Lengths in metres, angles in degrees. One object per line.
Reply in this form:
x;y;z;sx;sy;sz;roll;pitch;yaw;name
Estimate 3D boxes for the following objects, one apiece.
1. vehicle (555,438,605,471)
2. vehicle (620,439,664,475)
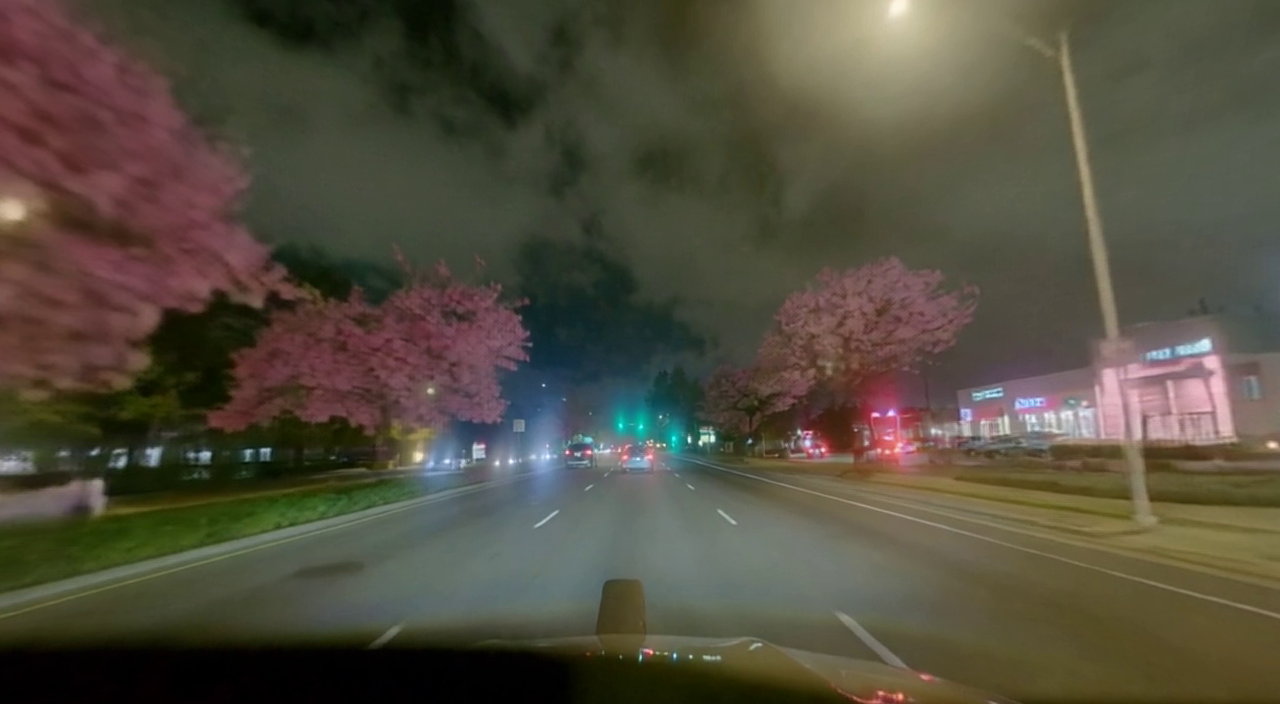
-3.470;6.071;37.491;2.453;1.844;4.751;0;-8;1;vehicle
0.136;5.426;32.654;2.149;1.701;4.379;0;-8;1;vehicle
